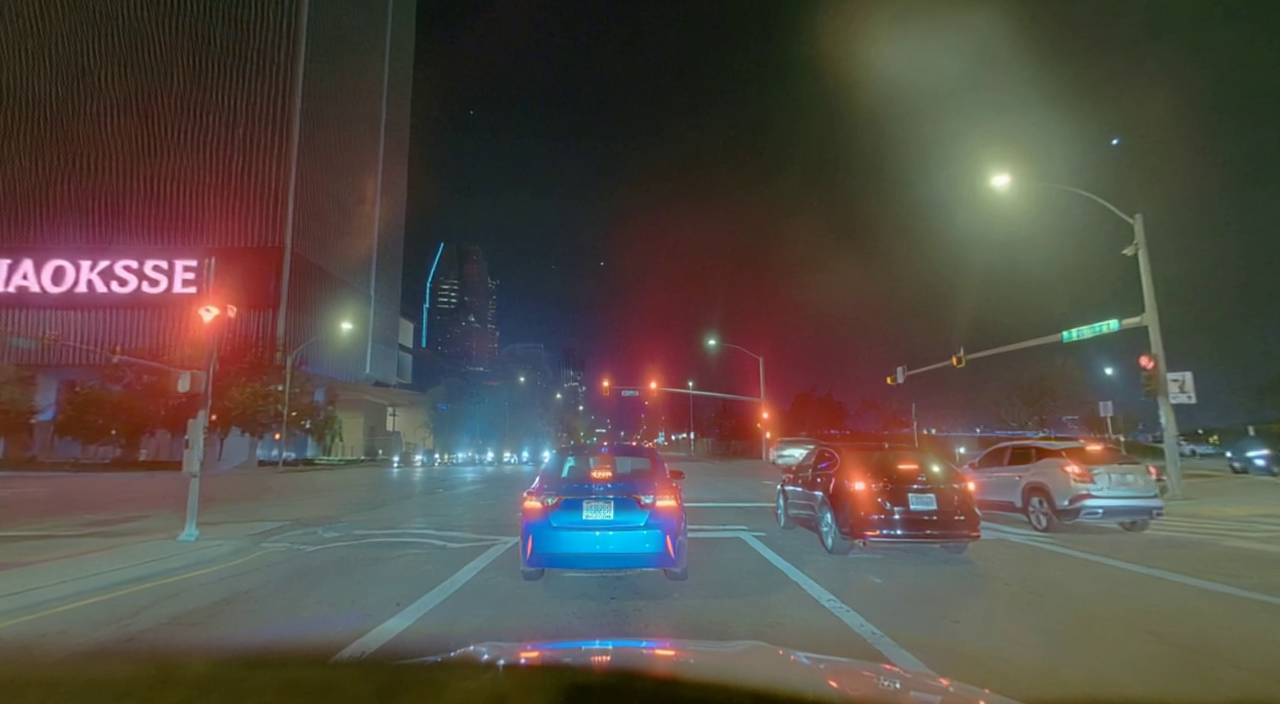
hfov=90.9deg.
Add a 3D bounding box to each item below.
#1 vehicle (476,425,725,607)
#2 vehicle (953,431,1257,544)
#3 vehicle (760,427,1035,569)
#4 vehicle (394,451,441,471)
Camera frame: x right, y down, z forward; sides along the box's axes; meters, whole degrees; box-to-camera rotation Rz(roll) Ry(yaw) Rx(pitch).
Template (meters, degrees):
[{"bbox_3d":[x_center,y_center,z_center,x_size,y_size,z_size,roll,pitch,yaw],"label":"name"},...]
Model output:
[{"bbox_3d":[-0.374,1.653,7.283,2.059,1.477,3.988,0,-8,-1],"label":"vehicle"},{"bbox_3d":[7.438,2.164,10.783,1.908,1.517,4.182,0,-8,-1],"label":"vehicle"},{"bbox_3d":[3.209,1.887,8.966,2.042,1.508,4.109,0,-8,-2],"label":"vehicle"},{"bbox_3d":[-17.131,8.384,48.680,2.048,1.463,4.530,0,-8,-1],"label":"vehicle"}]
